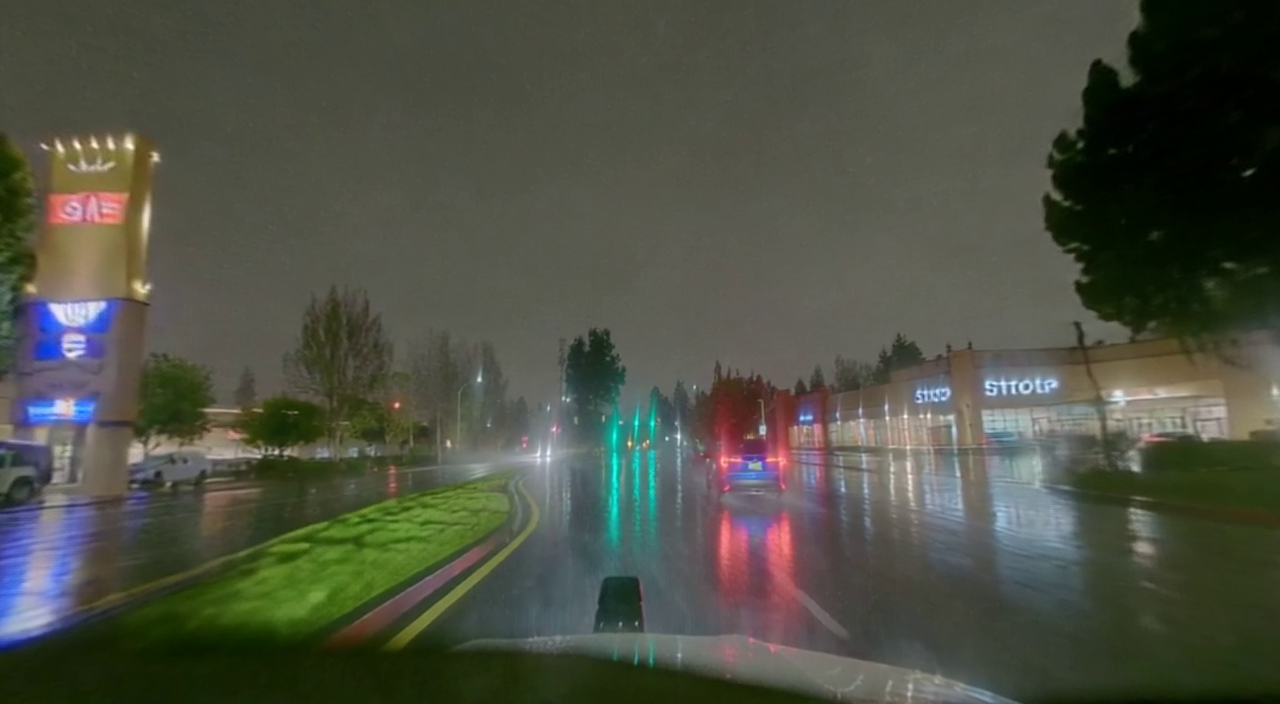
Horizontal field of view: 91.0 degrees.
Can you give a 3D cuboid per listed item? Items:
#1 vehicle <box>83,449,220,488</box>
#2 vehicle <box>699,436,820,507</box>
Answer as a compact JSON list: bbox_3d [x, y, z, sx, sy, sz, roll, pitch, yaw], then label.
[{"bbox_3d":[-28.580,6.810,37.183,6.011,2.042,2.375,5,-10,-31],"label":"vehicle"},{"bbox_3d":[2.731,2.852,15.504,2.015,1.479,4.444,0,-9,-1],"label":"vehicle"}]
